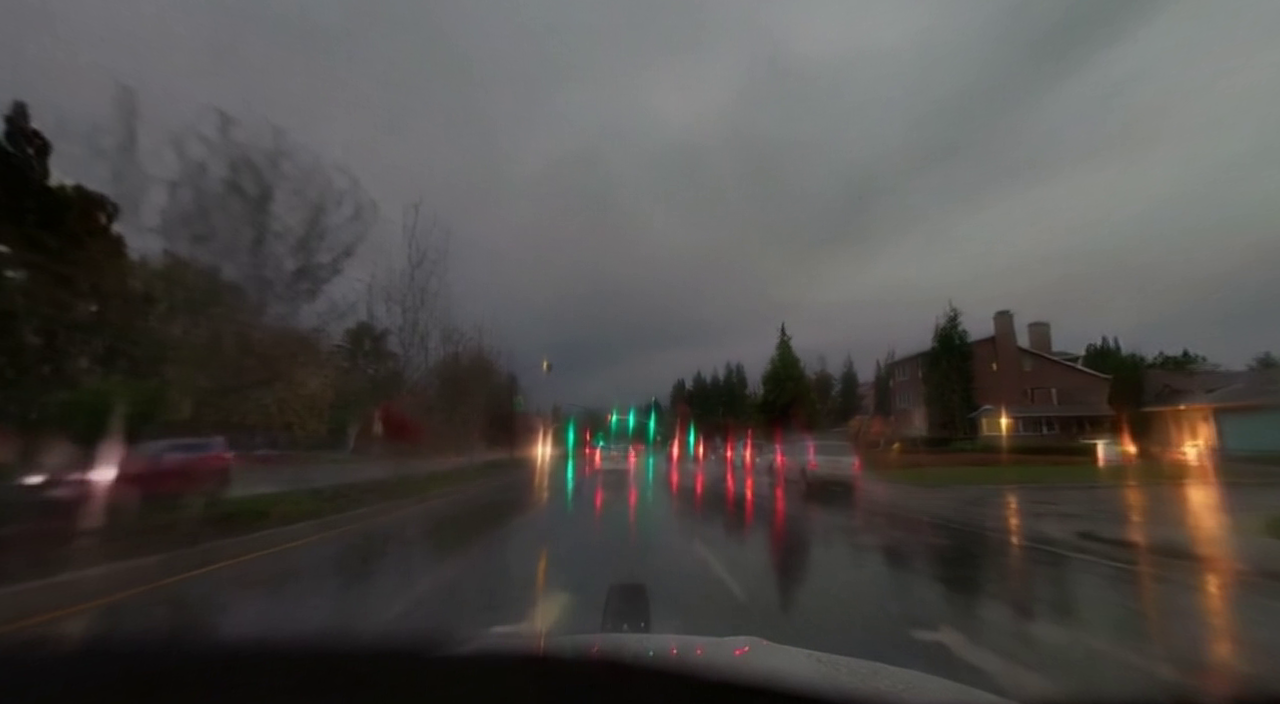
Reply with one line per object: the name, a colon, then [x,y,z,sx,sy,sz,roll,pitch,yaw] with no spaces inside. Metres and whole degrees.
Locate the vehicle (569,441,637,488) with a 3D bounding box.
vehicle: [-1.248,3.911,22.207,2.140,1.474,4.026,0,-8,-2]

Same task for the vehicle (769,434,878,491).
vehicle: [6.565,4.069,23.344,2.184,1.786,5.497,2,-10,-3]

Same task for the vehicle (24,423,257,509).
vehicle: [-12.339,2.832,16.153,2.097,1.826,4.812,0,-8,-2]

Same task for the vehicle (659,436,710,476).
vehicle: [2.087,5.053,30.911,2.073,1.822,4.276,0,-8,-2]
